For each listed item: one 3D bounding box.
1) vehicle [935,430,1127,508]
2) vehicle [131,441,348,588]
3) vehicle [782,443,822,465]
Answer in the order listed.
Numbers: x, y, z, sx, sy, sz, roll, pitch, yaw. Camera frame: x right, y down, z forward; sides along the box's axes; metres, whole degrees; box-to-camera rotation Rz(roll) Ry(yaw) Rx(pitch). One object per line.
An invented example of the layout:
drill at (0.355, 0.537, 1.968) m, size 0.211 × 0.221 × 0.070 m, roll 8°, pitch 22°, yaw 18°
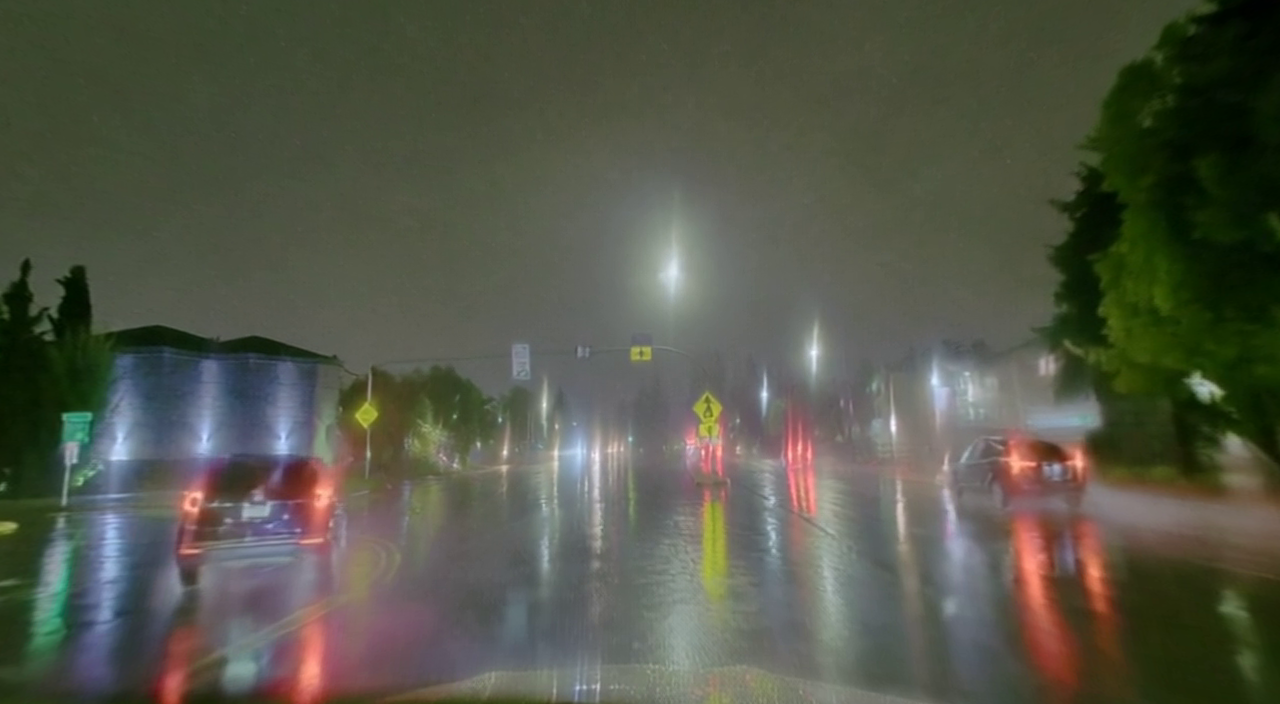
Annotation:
vehicle at (9.099, 2.747, 15.117) m, size 2.007 × 1.586 × 4.210 m, roll -1°, pitch -9°, yaw 3°
vehicle at (-5.515, 2.050, 8.786) m, size 2.014 × 1.525 × 3.670 m, roll 5°, pitch -10°, yaw -32°
vehicle at (11.636, 7.324, 45.211) m, size 1.931 × 1.475 × 4.092 m, roll -1°, pitch -9°, yaw 3°
